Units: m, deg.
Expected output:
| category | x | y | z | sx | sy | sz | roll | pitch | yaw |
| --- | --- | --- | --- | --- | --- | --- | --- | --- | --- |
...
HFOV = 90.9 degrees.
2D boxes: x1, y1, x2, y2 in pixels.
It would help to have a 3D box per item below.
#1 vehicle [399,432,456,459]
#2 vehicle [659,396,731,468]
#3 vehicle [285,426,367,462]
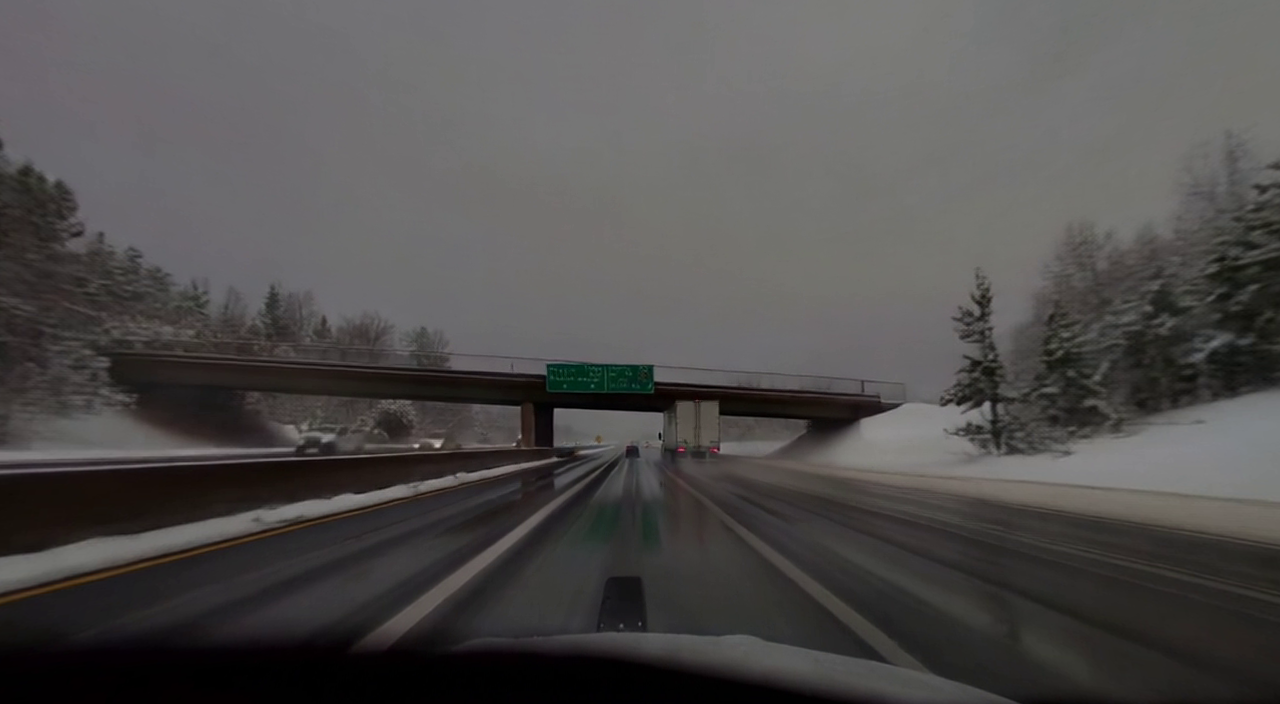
| category | x | y | z | sx | sy | sz | roll | pitch | yaw |
| --- | --- | --- | --- | --- | --- | --- | --- | --- | --- |
| vehicle | -12.703 | 5.652 | 37.943 | 1.887 | 1.488 | 4.397 | 0 | -9 | -1 |
| vehicle | 3.485 | 5.847 | 44.658 | 3.323 | 4.262 | 14.056 | 1 | -9 | -2 |
| vehicle | -16.133 | 4.789 | 32.655 | 1.983 | 1.699 | 4.341 | 0 | -9 | 0 |
